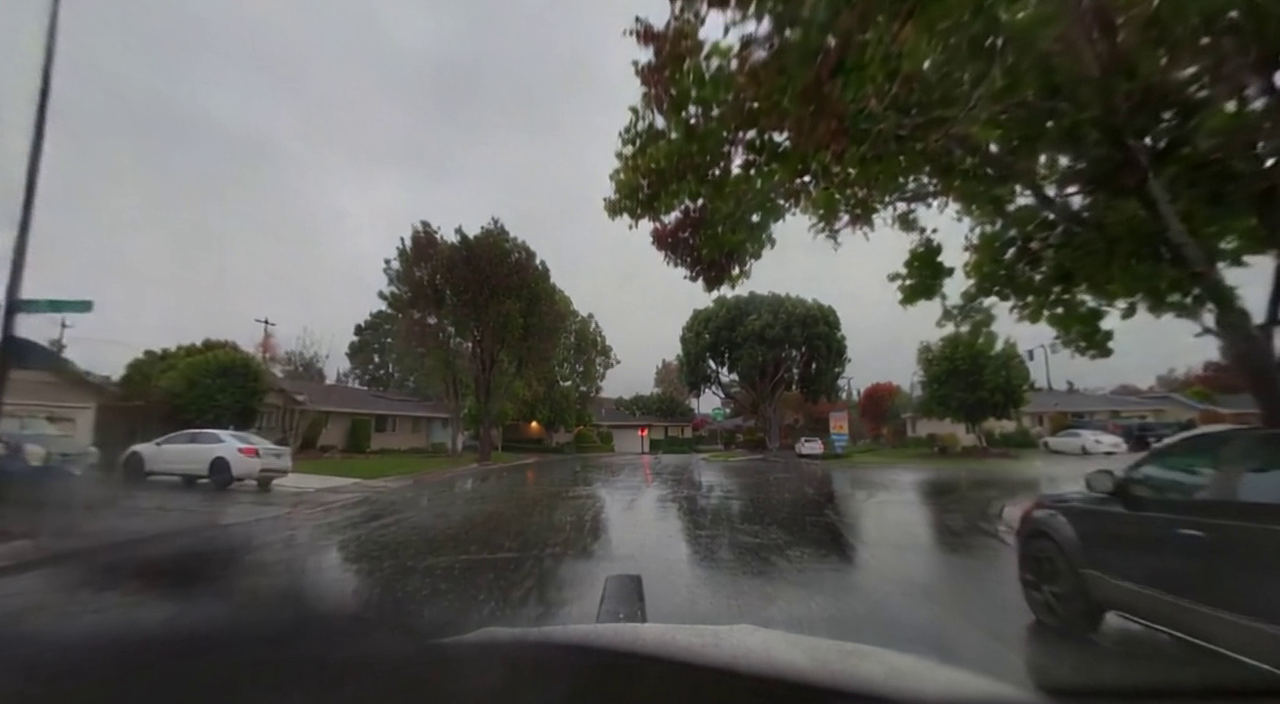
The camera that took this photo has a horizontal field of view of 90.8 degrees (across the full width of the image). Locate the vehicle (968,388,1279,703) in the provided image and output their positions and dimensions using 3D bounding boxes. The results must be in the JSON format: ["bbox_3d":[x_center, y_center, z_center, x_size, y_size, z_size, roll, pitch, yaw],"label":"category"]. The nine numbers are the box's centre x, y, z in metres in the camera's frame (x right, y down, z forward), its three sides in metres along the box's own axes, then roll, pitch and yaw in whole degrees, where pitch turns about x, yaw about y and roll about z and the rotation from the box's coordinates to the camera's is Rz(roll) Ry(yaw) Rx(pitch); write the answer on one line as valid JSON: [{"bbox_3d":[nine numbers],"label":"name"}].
[{"bbox_3d":[3.872,0.982,3.012,2.034,1.583,4.707,0,-8,-1],"label":"vehicle"}]

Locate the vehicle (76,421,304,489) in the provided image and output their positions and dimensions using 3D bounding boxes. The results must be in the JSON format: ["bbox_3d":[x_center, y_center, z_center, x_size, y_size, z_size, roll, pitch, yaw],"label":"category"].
[{"bbox_3d":[-12.422,2.828,17.700,4.790,1.627,2.112,1,-4,0],"label":"vehicle"}]
